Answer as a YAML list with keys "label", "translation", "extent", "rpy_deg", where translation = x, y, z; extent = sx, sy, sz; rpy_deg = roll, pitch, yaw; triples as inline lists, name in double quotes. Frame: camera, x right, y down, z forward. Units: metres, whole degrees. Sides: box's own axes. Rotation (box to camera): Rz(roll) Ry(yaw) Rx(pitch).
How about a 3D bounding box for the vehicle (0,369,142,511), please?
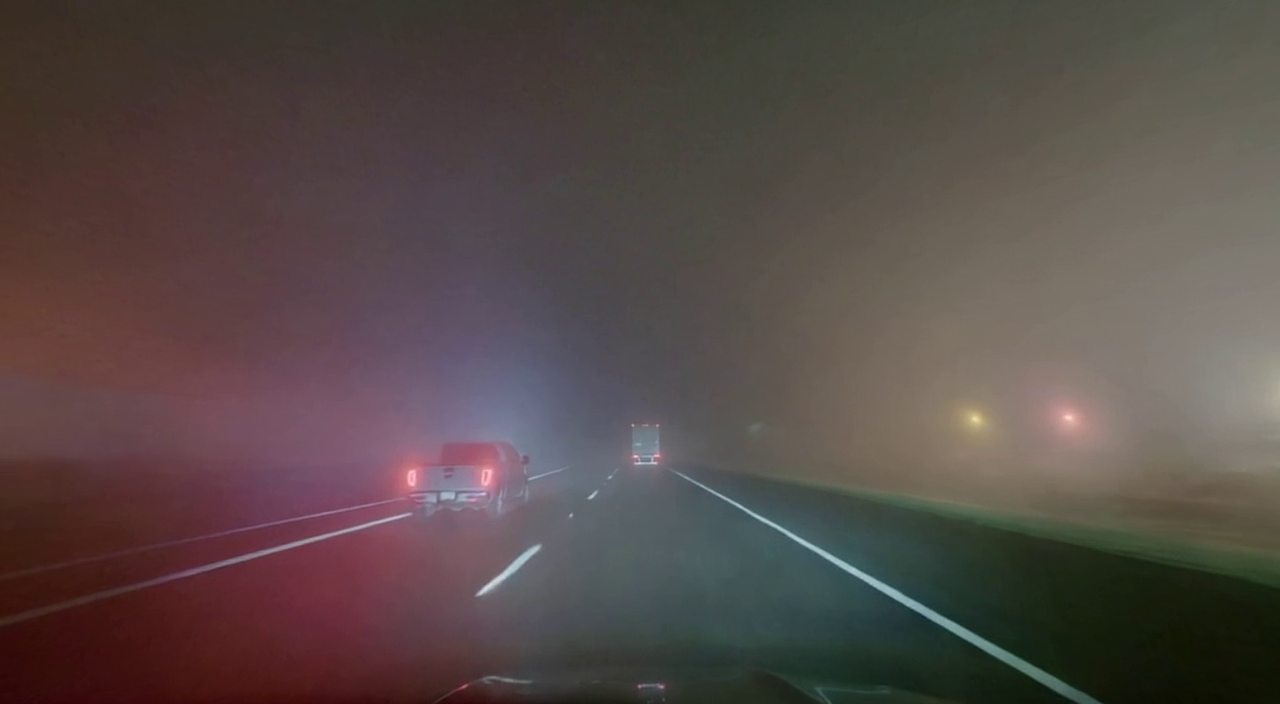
- label: "vehicle"
  translation: [-16.281, 2.080, 14.795]
  extent: [2.675, 3.281, 7.573]
  rpy_deg: [0, -9, 0]

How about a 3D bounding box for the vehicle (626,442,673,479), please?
- label: "vehicle"
  translation: [0.423, 5.511, 31.929]
  extent: [2.230, 1.715, 4.243]
  rpy_deg: [0, -9, 0]

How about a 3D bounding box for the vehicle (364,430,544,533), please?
- label: "vehicle"
  translation: [-3.407, 2.494, 12.641]
  extent: [2.181, 1.653, 4.691]
  rpy_deg: [0, -9, 0]
